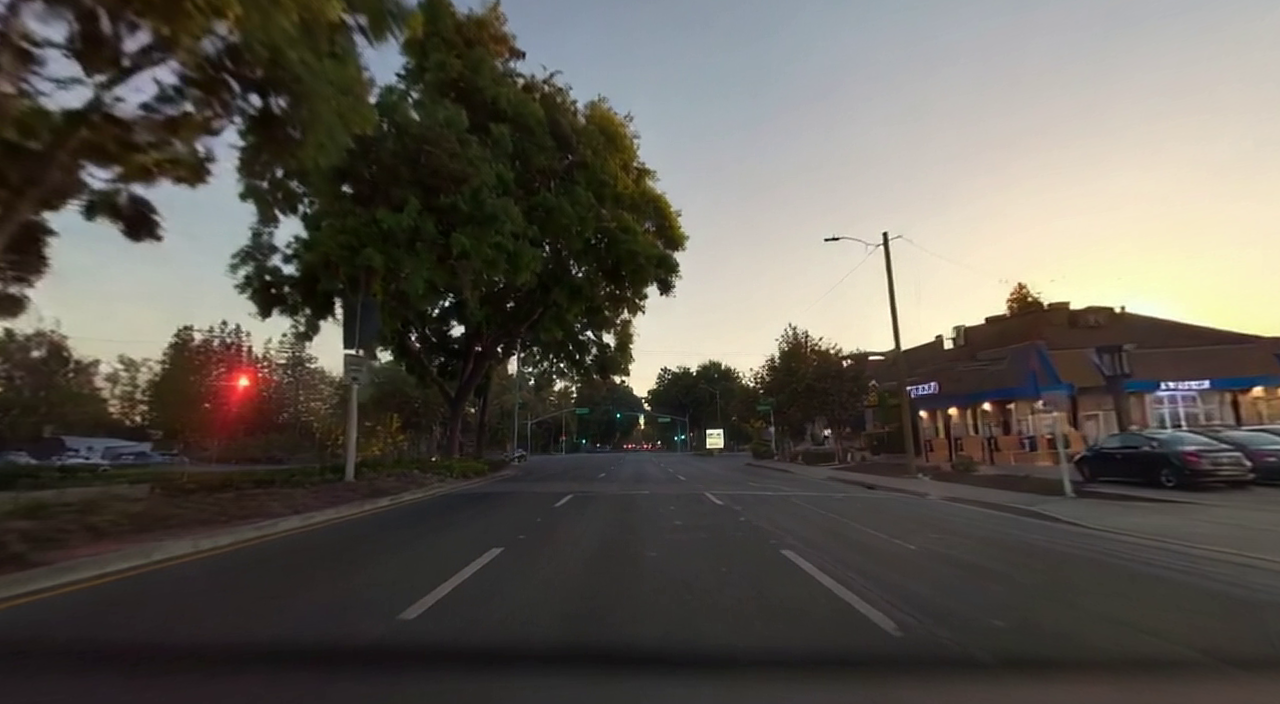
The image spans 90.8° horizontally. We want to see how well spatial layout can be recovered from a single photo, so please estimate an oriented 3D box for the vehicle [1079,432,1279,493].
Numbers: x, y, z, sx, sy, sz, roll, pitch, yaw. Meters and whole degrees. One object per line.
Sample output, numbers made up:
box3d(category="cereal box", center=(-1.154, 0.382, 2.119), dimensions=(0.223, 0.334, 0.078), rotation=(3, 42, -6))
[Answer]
box3d(category="vehicle", center=(14.905, 3.052, 17.774), dimensions=(1.920, 1.471, 4.516), rotation=(0, -8, 1))
